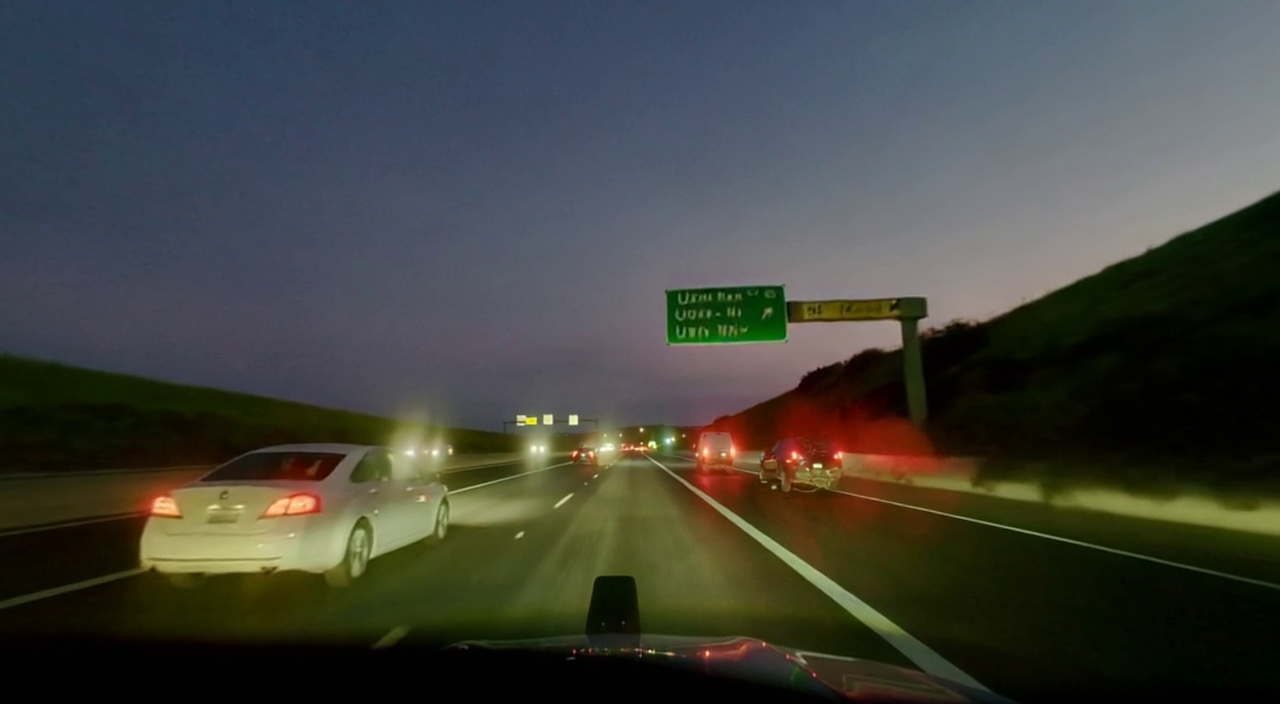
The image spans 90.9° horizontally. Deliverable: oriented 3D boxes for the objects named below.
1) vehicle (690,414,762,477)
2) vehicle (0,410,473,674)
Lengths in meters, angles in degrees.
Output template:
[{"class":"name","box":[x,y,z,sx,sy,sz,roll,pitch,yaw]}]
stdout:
[{"class":"vehicle","box":[3.818,4.356,29.277,2.361,2.636,5.684,0,-9,-1]},{"class":"vehicle","box":[-3.239,1.482,6.112,1.939,1.513,4.773,0,-9,0]}]
